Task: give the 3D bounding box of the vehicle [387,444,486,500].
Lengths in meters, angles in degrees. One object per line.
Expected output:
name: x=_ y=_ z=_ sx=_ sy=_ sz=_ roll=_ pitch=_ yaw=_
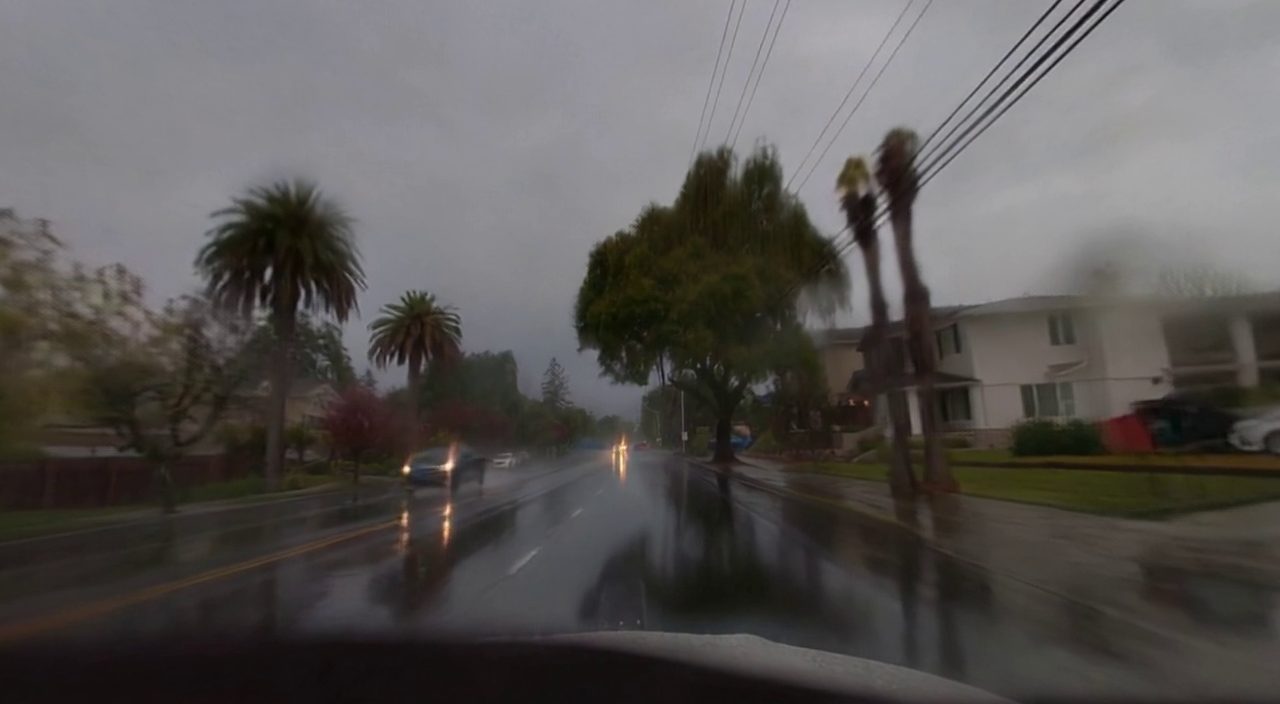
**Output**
vehicle: x=-7.227 y=4.265 z=22.996 sx=1.992 sy=1.802 sz=4.602 roll=-1 pitch=-8 yaw=1
